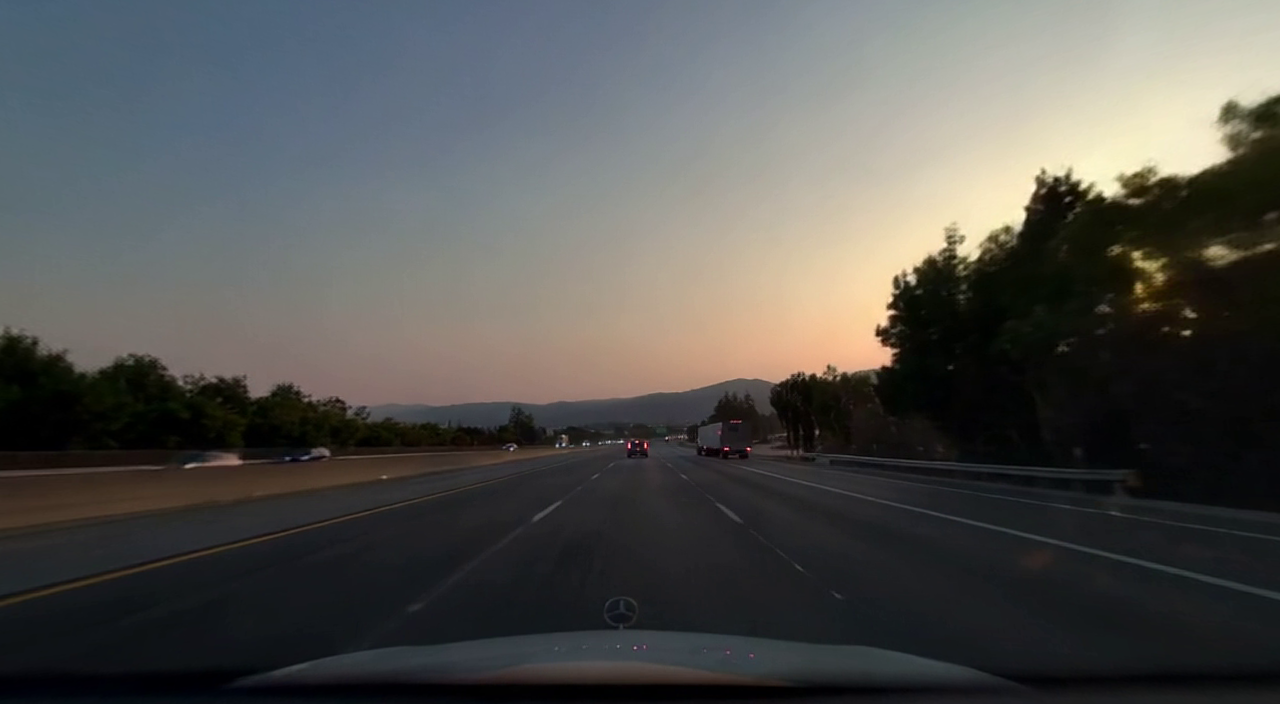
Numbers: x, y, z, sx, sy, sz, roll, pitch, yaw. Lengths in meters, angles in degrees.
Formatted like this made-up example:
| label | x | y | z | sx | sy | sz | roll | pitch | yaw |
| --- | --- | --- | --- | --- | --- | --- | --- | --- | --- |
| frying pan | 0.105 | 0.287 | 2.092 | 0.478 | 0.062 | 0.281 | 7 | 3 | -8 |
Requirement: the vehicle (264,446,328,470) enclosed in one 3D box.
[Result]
| label | x | y | z | sx | sy | sz | roll | pitch | yaw |
| --- | --- | --- | --- | --- | --- | --- | --- | --- | --- |
| vehicle | -25.809 | 7.952 | 47.565 | 2.026 | 1.734 | 4.730 | 0 | -8 | 1 |

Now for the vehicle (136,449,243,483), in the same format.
| label | x | y | z | sx | sy | sz | roll | pitch | yaw |
| --- | --- | --- | --- | --- | --- | --- | --- | --- | --- |
| vehicle | -21.972 | 5.537 | 31.062 | 1.878 | 1.474 | 4.540 | 0 | -8 | 1 |
